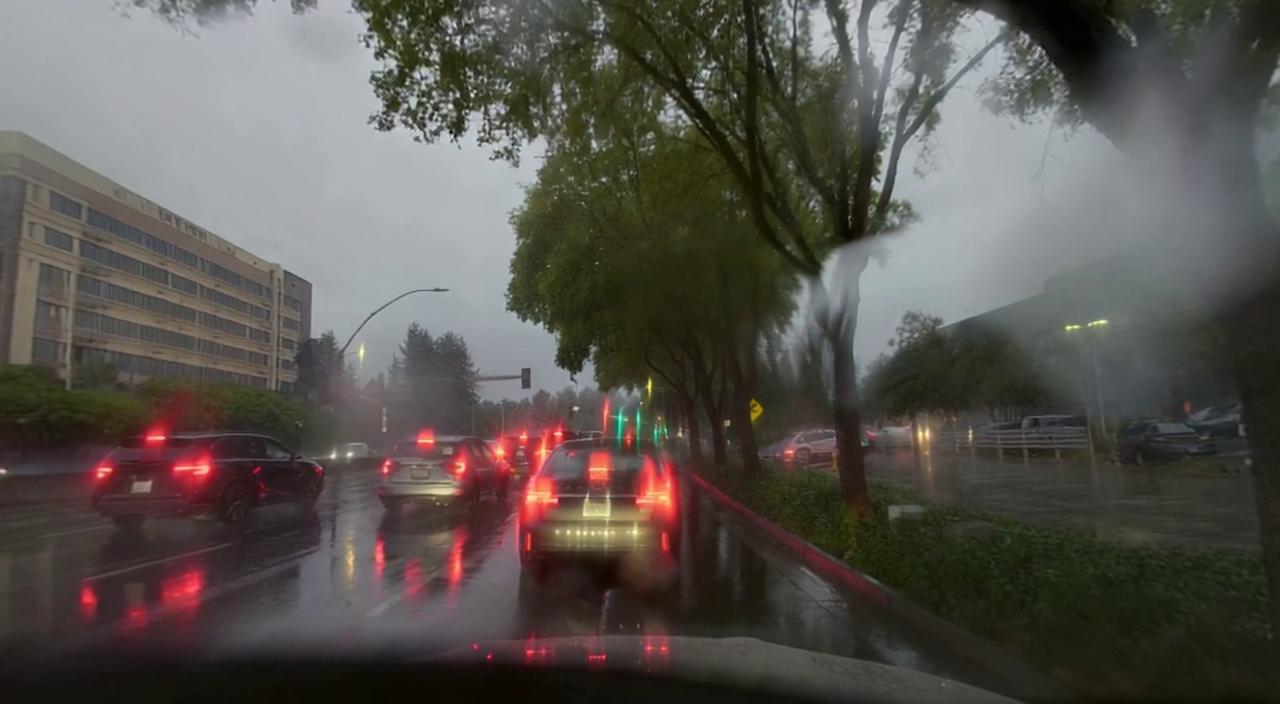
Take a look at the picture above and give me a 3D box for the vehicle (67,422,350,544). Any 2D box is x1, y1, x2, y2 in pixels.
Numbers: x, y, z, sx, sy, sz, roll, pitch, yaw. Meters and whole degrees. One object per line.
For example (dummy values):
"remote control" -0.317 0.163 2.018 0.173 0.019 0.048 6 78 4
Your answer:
"vehicle" -7.355 2.251 11.496 2.068 1.784 4.224 0 -9 1

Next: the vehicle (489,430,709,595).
"vehicle" -0.392 1.815 8.002 2.066 1.544 3.954 0 -9 0

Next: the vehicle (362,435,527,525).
"vehicle" -3.786 2.553 13.210 1.913 1.521 4.539 0 -9 1
